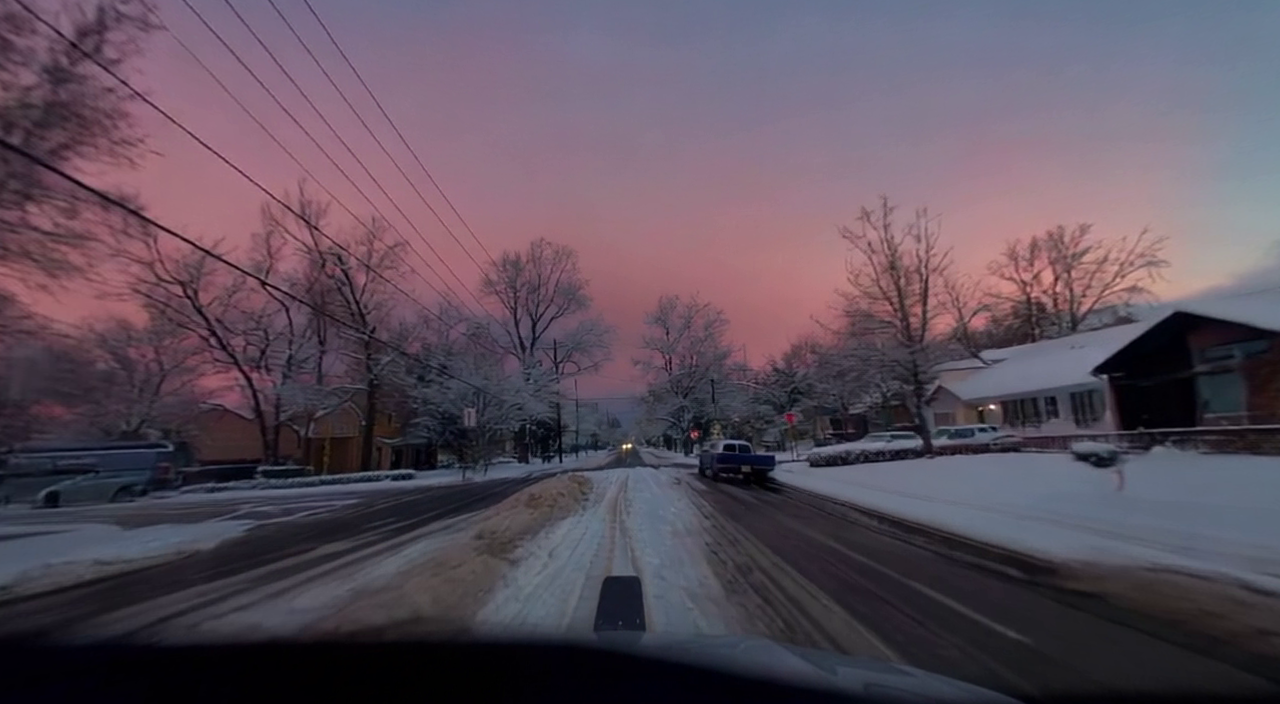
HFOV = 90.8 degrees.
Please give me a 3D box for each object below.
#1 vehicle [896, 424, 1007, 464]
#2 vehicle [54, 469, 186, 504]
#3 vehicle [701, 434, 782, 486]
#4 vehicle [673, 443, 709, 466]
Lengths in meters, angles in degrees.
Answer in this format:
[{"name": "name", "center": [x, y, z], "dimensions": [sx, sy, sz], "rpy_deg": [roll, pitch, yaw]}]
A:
[{"name": "vehicle", "center": [15.243, 4.508, 31.085], "dimensions": [4.283, 1.660, 2.035], "rpy_deg": [-3, -7, 0]}, {"name": "vehicle", "center": [-23.975, 6.197, 29.234], "dimensions": [4.479, 1.475, 1.842], "rpy_deg": [0, -8, 2]}, {"name": "vehicle", "center": [3.668, 4.012, 23.799], "dimensions": [2.134, 1.720, 4.515], "rpy_deg": [0, -8, -2]}, {"name": "vehicle", "center": [3.477, 7.082, 43.920], "dimensions": [2.012, 1.531, 4.557], "rpy_deg": [0, -8, -1]}]
